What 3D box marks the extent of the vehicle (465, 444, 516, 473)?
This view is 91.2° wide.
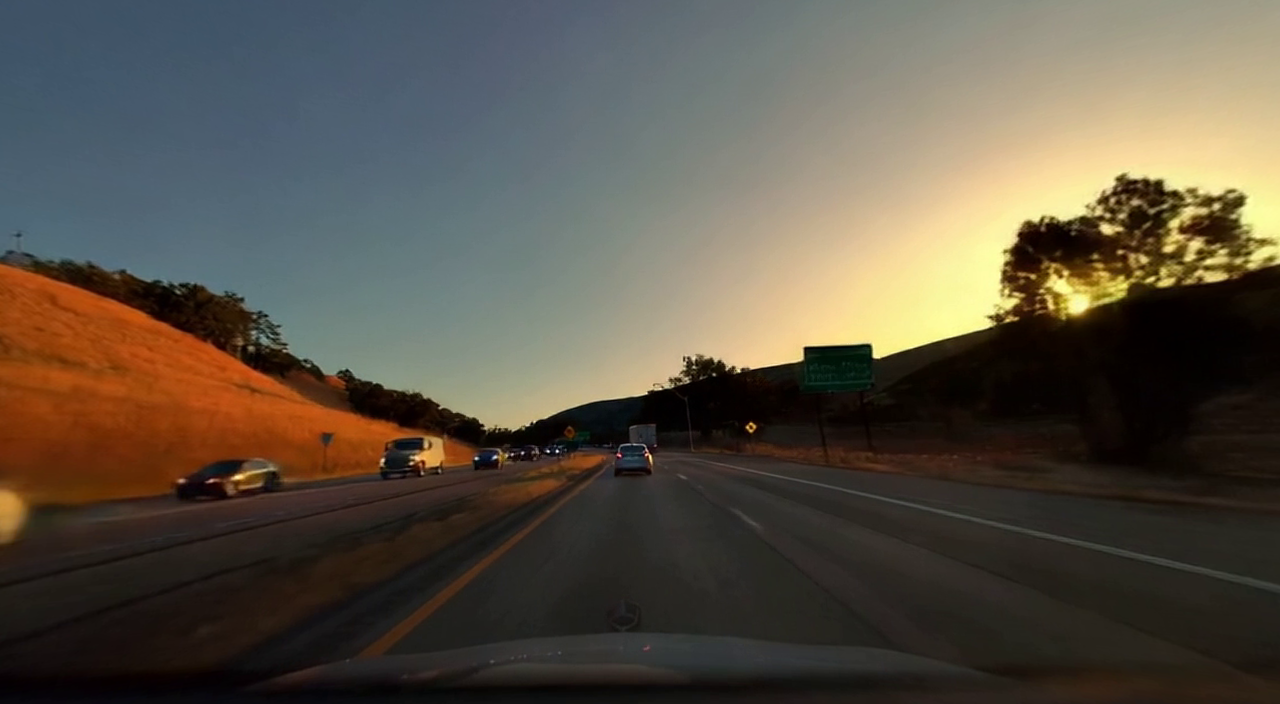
[{"bbox_3d":[-8.486,6.091,35.887,1.911,1.535,4.238,0,-9,0],"label":"vehicle"}]

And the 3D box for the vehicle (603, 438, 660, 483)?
[{"bbox_3d":[-0.325,4.051,23.710,1.971,1.518,4.108,0,-9,-1],"label":"vehicle"}]

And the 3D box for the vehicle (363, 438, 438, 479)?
[{"bbox_3d":[-12.720,5.688,33.667,2.119,1.974,4.823,0,-9,-1],"label":"vehicle"}]

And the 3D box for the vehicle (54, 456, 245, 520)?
[{"bbox_3d":[-12.945,3.566,16.950,1.882,1.432,4.042,0,-9,0],"label":"vehicle"}]

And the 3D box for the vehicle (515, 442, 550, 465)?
[{"bbox_3d":[-8.375,7.966,49.084,1.981,1.681,4.398,0,-9,0],"label":"vehicle"}]
